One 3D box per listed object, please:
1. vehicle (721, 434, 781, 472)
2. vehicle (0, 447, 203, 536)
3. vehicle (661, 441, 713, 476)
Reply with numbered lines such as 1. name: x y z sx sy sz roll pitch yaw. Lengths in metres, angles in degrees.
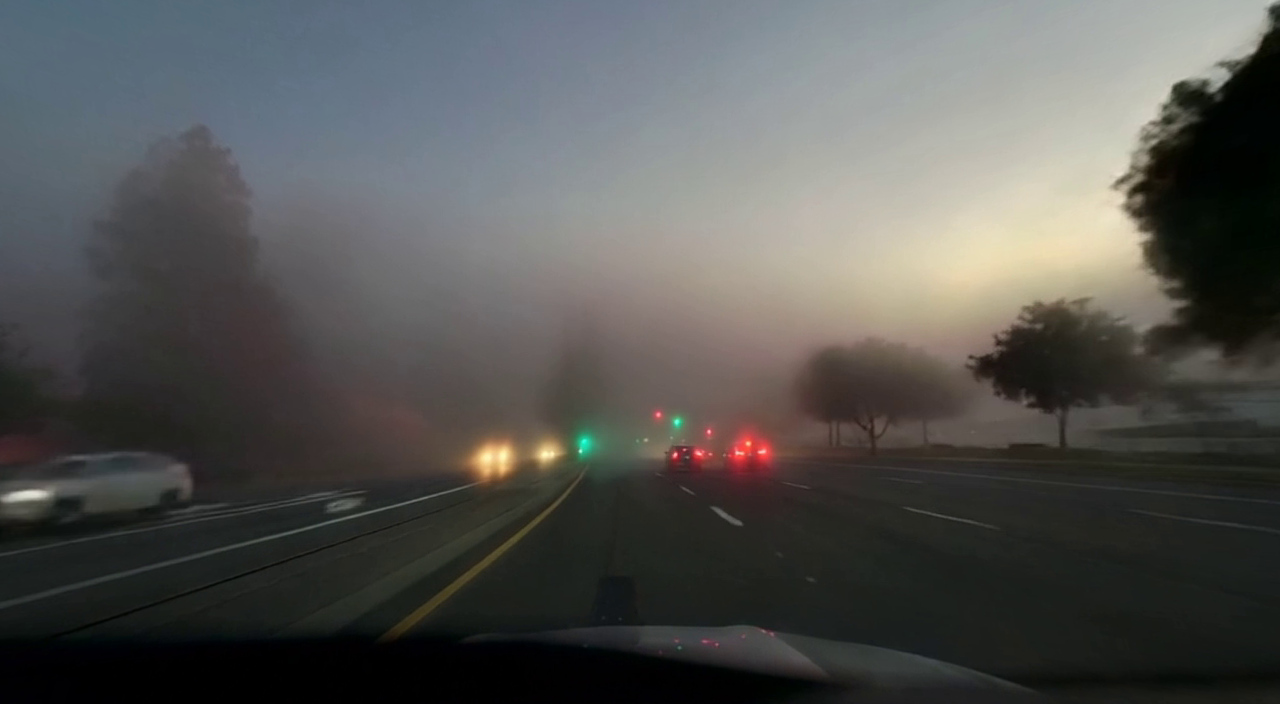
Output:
1. vehicle: 5.506 5.088 31.983 1.946 1.773 4.641 0 -9 -3
2. vehicle: -12.492 2.963 14.182 1.891 1.633 4.737 0 -9 1
3. vehicle: 2.169 5.076 30.289 1.917 1.538 4.259 0 -9 -4
